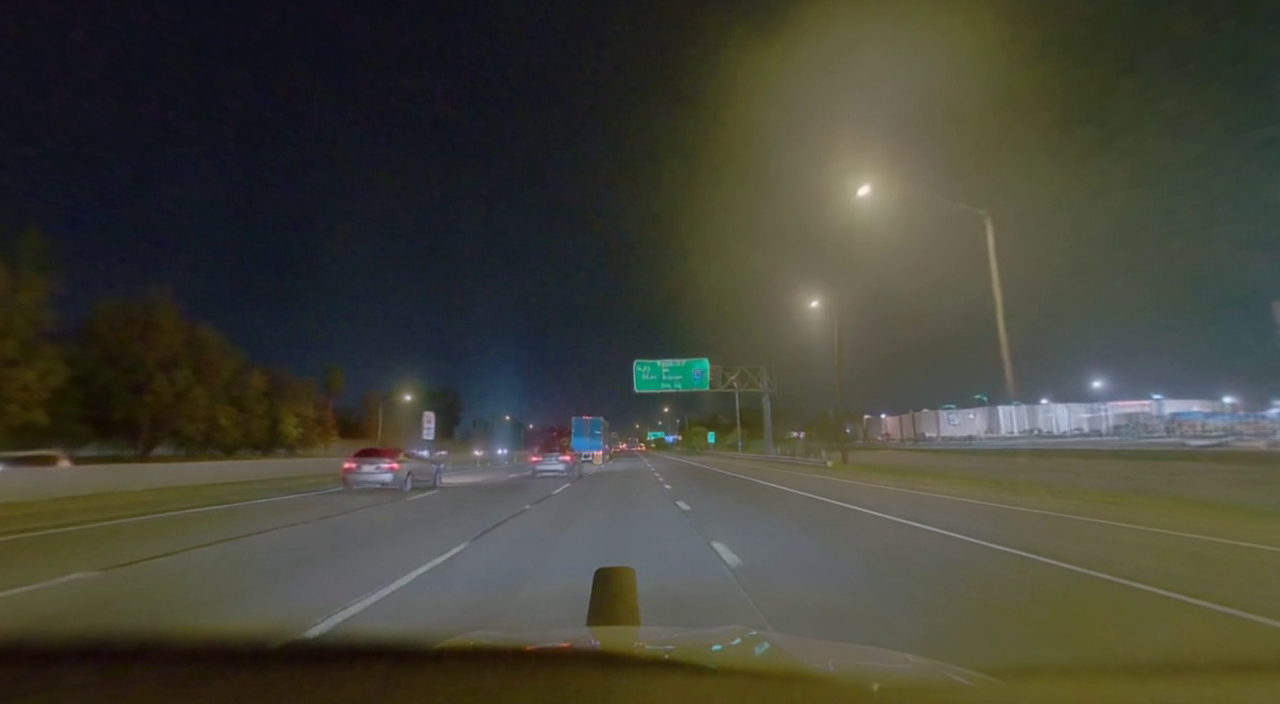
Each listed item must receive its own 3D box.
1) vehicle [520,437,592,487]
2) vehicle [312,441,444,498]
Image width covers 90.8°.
[{"bbox_3d":[-3.028,4.048,23.575,2.033,1.669,4.112,0,-9,1],"label":"vehicle"},{"bbox_3d":[-7.635,3.459,18.983,2.026,1.477,4.467,0,-9,0],"label":"vehicle"}]
